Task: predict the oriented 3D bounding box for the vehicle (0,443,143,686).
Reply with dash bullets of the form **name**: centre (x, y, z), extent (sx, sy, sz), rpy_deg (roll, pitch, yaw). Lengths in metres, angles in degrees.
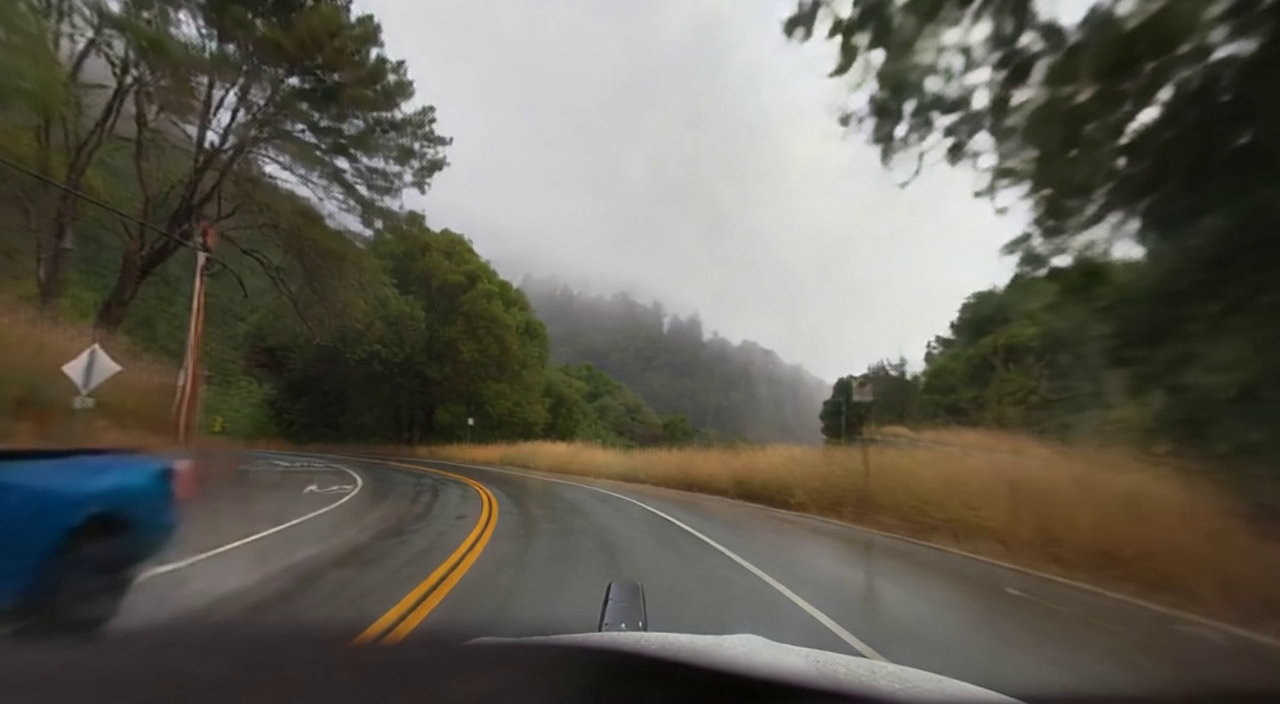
- **vehicle**: centre (-4.787, 1.105, 2.580), extent (2.063, 1.443, 4.488), rpy_deg (0, -9, -4)
